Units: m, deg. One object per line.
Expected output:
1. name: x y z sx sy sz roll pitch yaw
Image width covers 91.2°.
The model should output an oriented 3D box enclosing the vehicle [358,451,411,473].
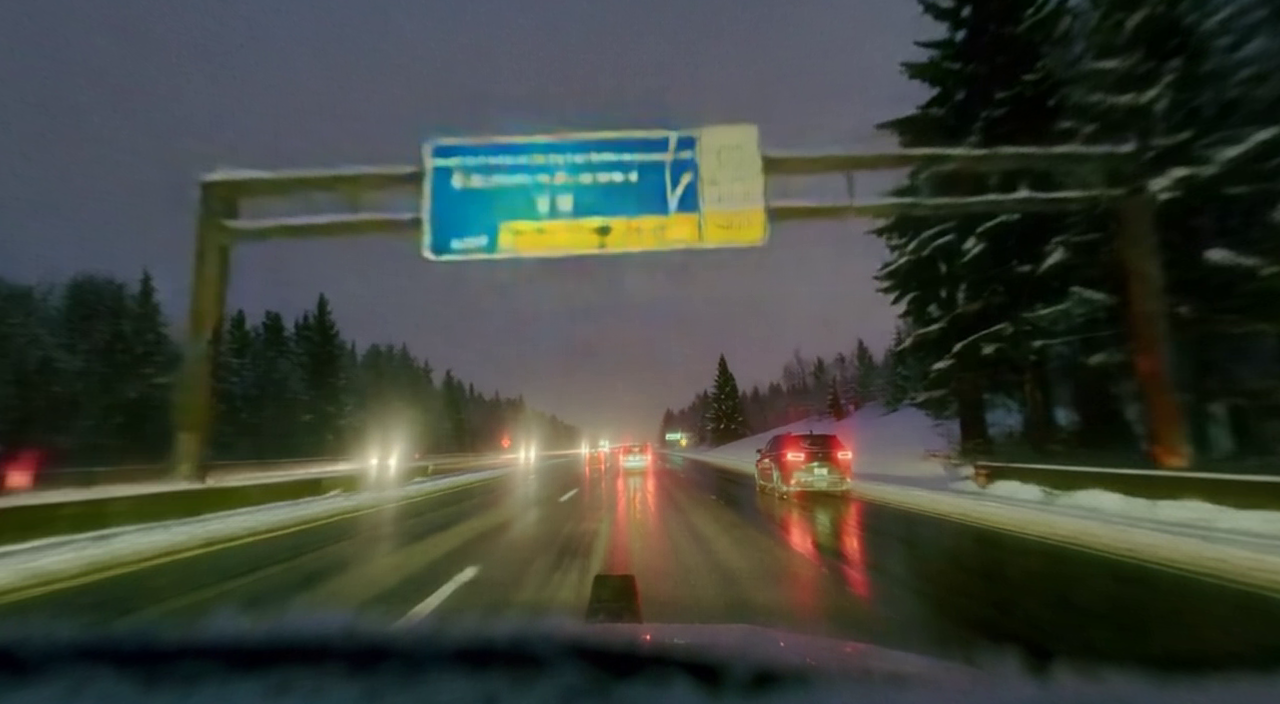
1. vehicle: -17.959 7.716 44.262 1.842 1.451 4.524 -1 -9 0

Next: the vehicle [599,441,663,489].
1. vehicle: -0.318 3.934 22.105 2.066 1.490 3.759 -1 -9 -1
